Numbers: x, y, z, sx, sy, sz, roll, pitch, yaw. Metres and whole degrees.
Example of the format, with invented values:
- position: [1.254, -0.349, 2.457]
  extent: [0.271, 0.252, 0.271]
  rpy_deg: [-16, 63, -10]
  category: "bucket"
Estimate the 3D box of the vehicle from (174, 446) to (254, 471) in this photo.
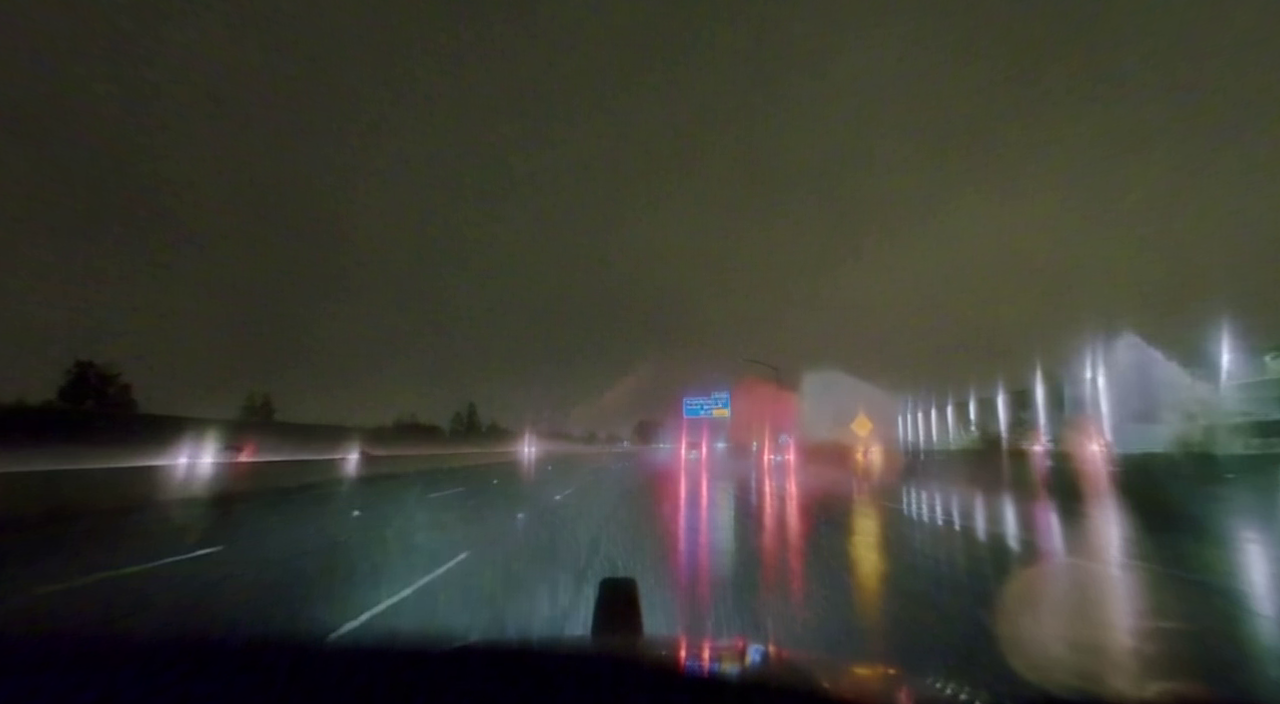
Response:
- position: [-28.926, 7.231, 43.081]
  extent: [2.211, 1.546, 4.505]
  rpy_deg: [-1, -9, 2]
  category: "vehicle"

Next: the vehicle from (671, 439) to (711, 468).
- position: [3.287, 6.619, 41.419]
  extent: [2.224, 1.738, 4.376]
  rpy_deg: [0, -9, 0]
  category: "vehicle"
